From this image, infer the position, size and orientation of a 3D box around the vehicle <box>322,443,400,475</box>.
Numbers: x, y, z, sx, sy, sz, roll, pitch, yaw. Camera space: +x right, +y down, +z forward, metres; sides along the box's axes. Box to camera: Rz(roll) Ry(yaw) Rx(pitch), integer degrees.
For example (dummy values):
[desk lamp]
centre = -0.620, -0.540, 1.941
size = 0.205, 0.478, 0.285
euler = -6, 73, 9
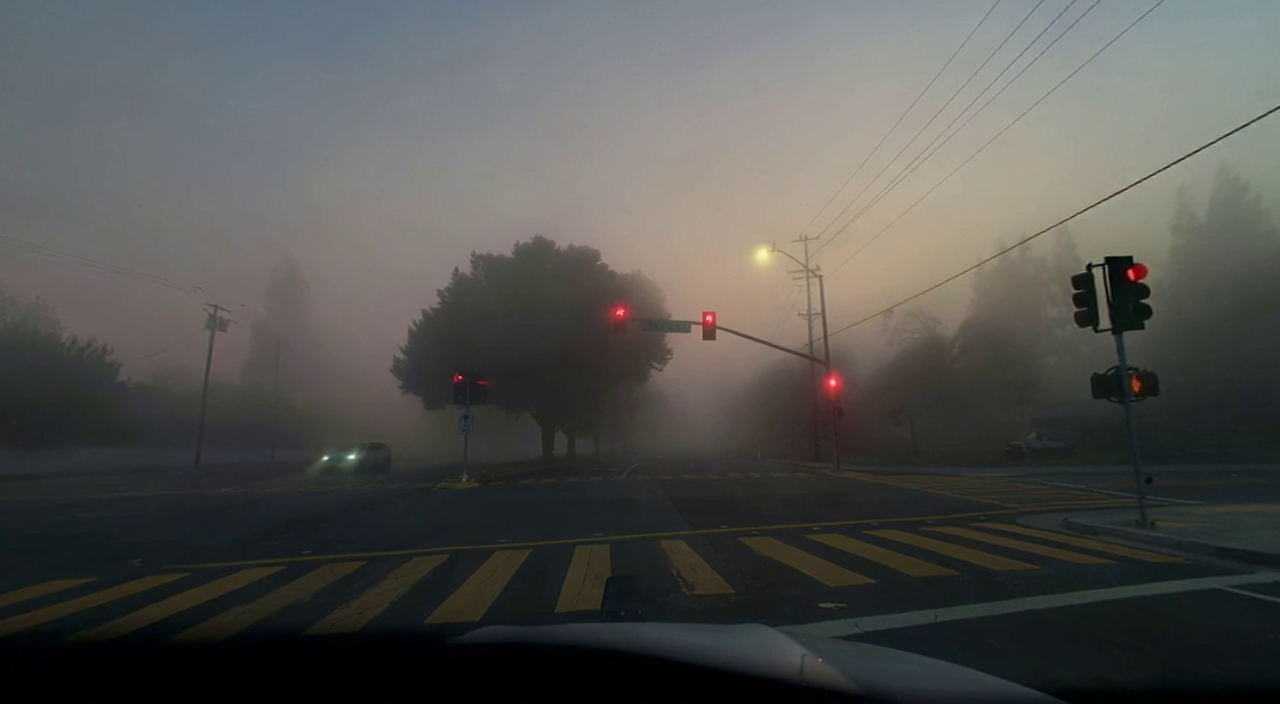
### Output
[vehicle]
centre = -14.518, 5.554, 33.154
size = 1.893, 1.547, 4.283
euler = -1, -8, 4
